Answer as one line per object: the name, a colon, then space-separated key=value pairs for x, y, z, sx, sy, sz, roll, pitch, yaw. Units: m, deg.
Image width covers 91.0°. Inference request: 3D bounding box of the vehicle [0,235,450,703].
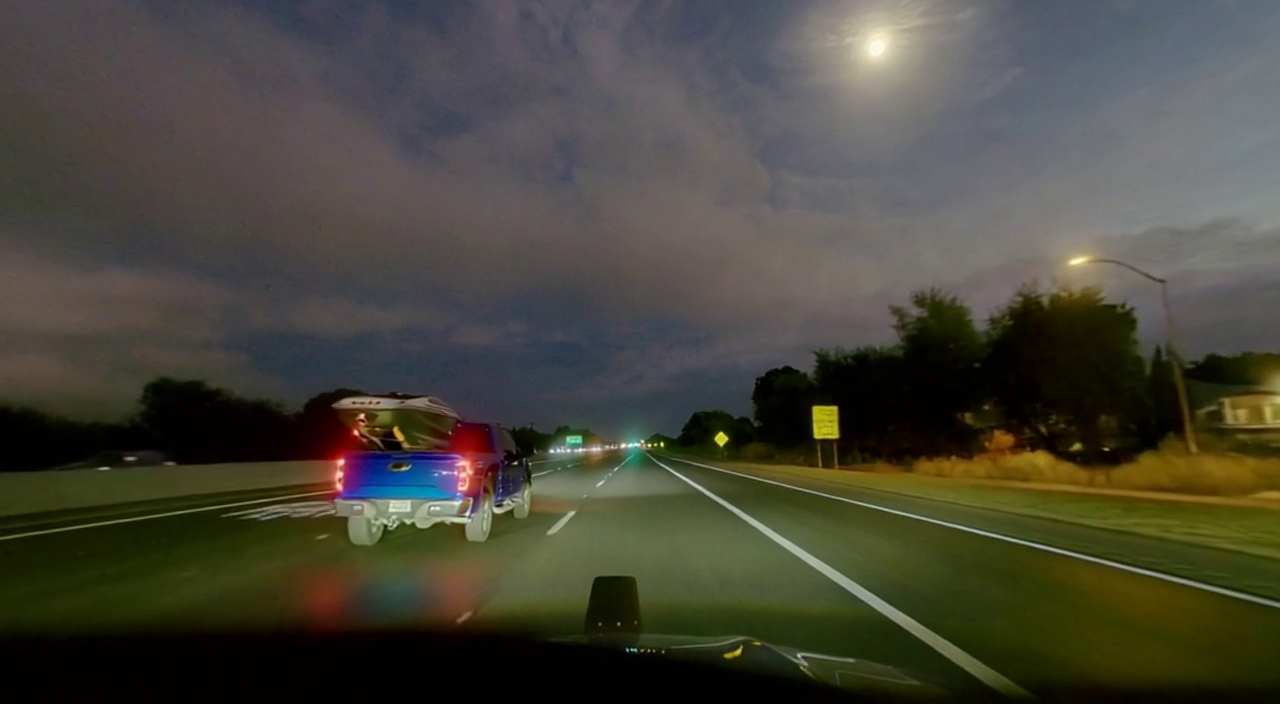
vehicle: x=-2.787 y=0.843 z=3.134 sx=1.919 sy=1.935 sz=5.609 roll=0 pitch=-9 yaw=0
